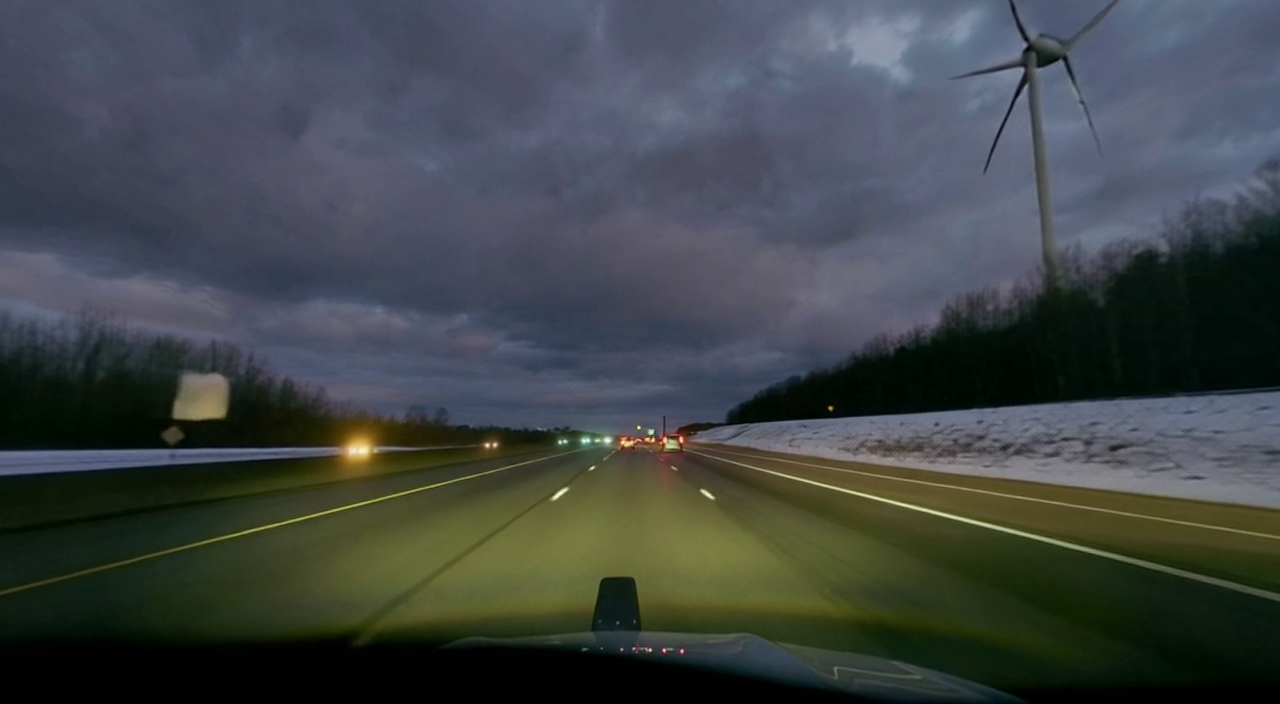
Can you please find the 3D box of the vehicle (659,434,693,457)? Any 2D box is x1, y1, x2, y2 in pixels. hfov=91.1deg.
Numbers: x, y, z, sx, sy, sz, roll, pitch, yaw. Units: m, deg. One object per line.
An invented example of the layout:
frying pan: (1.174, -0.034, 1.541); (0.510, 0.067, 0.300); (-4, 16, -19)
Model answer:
vehicle: (2.560, 6.752, 45.614); (2.041, 1.551, 3.974); (0, -8, -3)
